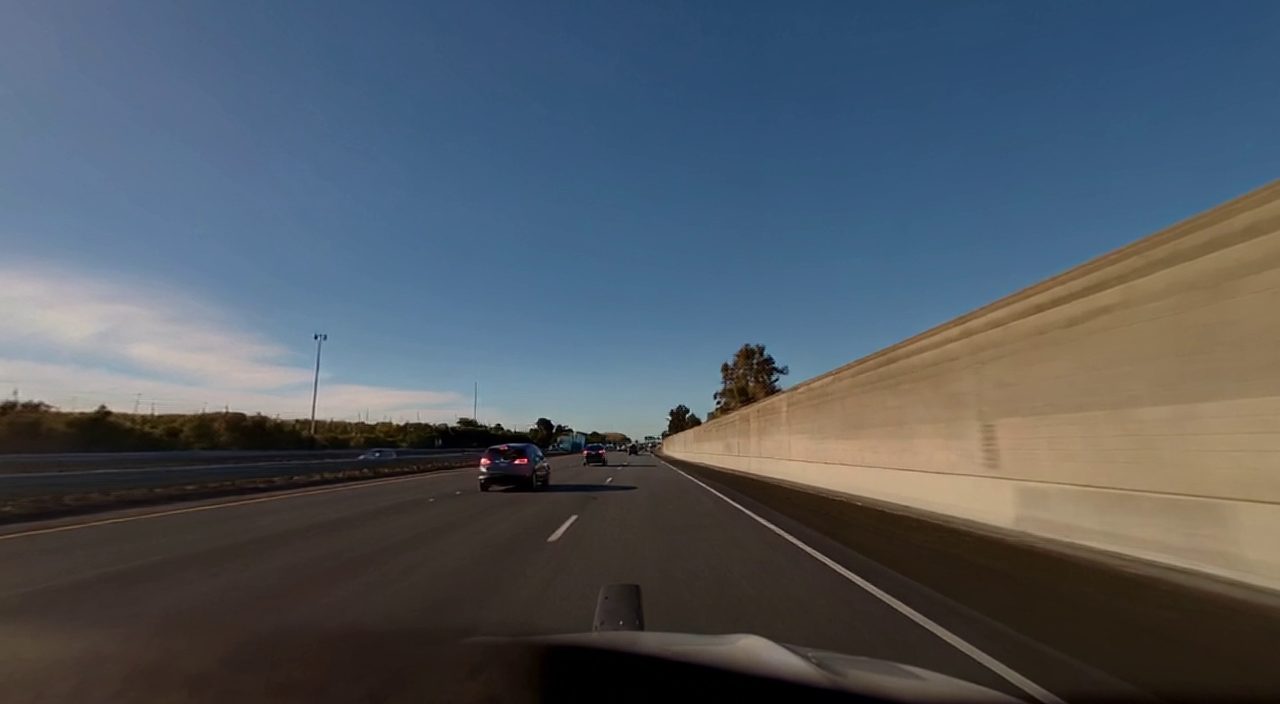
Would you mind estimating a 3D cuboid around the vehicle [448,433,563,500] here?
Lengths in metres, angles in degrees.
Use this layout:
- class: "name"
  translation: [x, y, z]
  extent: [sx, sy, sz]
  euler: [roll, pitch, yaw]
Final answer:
- class: "vehicle"
  translation: [-3.457, 3.045, 17.110]
  extent: [2.195, 1.573, 4.176]
  euler: [0, -9, 0]

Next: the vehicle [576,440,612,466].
- class: "vehicle"
  translation: [-3.094, 6.977, 43.496]
  extent: [2.133, 1.683, 4.340]
  euler: [0, -9, 1]
